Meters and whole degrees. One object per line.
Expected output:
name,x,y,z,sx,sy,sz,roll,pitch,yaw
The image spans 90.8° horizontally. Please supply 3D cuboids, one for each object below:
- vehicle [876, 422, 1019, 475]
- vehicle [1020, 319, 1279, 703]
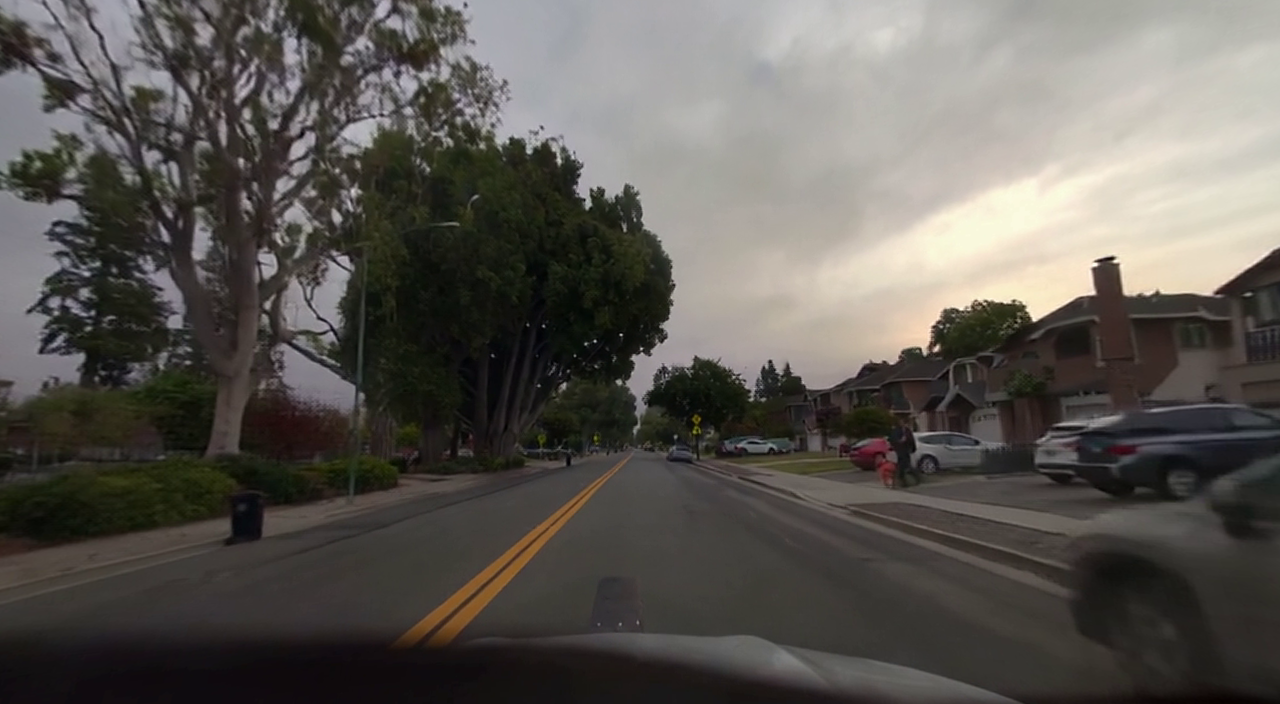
vehicle,10.578,3.330,21.940,3.933,1.645,1.832,-1,-8,-2
vehicle,3.469,0.753,1.950,1.949,1.807,4.224,3,-8,-1
